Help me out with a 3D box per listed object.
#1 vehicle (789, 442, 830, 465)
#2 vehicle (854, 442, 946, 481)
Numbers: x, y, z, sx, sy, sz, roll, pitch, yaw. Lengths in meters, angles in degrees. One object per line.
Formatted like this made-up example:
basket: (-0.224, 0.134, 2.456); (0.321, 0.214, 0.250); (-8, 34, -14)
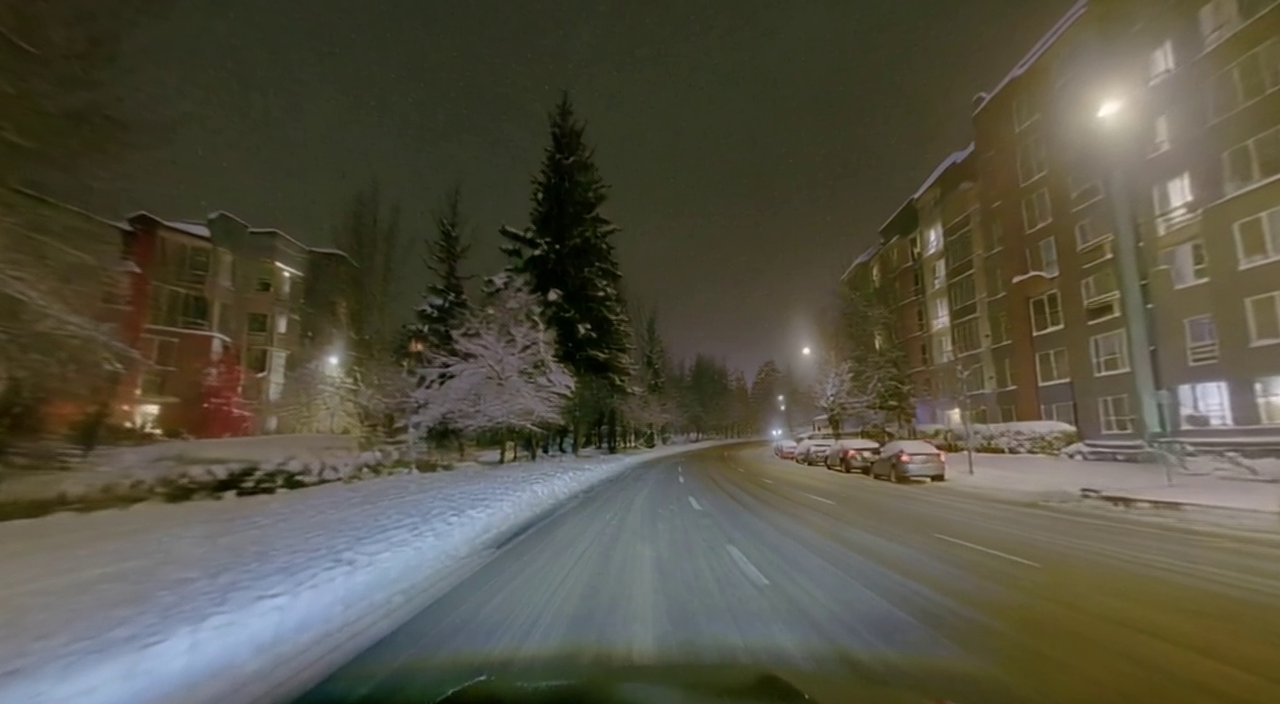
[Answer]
vehicle: (11.703, 7.006, 43.791); (1.876, 1.450, 4.596); (-1, -8, 4)
vehicle: (10.687, 4.523, 26.379); (1.897, 1.455, 4.586); (0, -8, 0)
